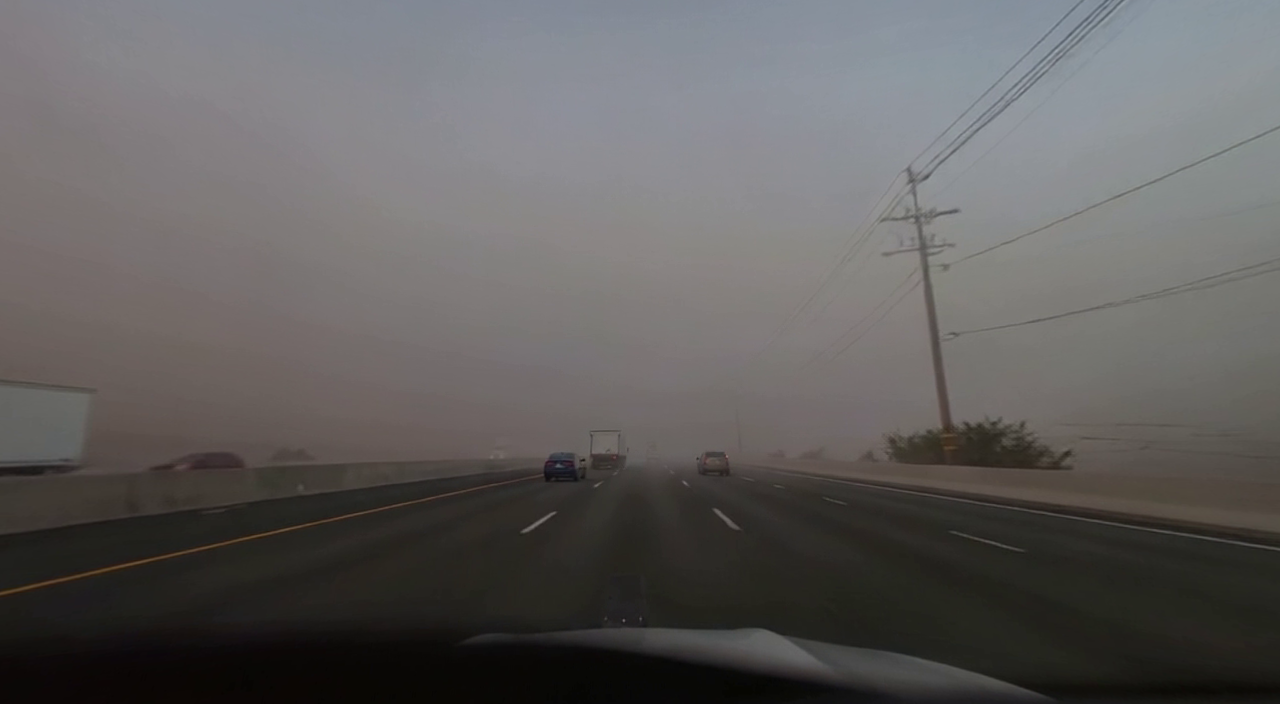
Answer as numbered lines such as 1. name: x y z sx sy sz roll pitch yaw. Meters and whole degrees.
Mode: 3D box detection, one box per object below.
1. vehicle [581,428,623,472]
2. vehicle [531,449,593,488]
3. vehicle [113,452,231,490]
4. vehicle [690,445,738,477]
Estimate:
1. vehicle: -2.854 7.662 49.268 2.632 3.153 6.879 0 -9 2
2. vehicle: -3.156 4.812 26.315 2.004 1.498 4.043 0 -9 1
3. vehicle: -19.449 4.932 26.451 1.828 1.416 3.982 0 -9 1
4. vehicle: 4.319 6.440 37.488 2.214 1.799 4.627 0 -9 -1
